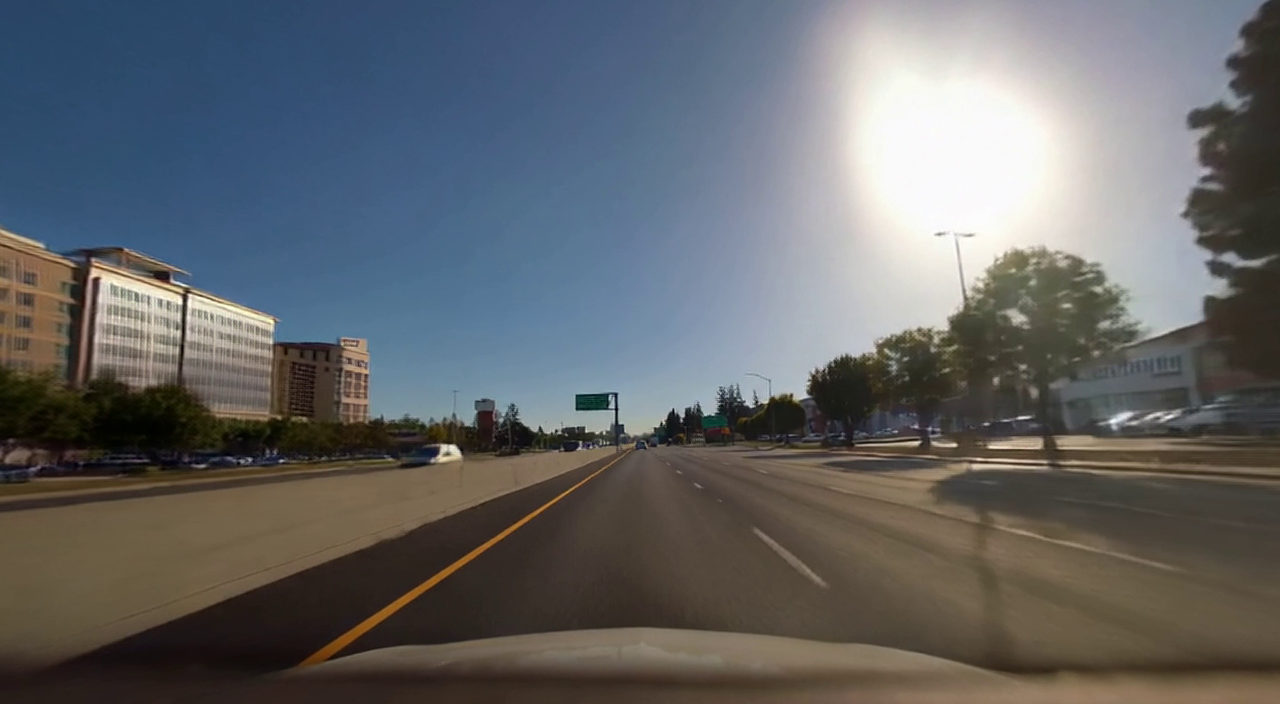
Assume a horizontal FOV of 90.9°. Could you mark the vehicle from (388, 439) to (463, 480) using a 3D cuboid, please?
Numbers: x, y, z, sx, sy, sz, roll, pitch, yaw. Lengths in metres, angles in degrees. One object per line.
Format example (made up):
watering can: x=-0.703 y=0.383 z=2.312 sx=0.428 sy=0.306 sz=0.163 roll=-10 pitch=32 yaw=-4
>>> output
vehicle: x=-11.359 y=5.729 z=33.919 sx=2.163 sy=1.968 sz=5.439 roll=0 pitch=-9 yaw=-1
